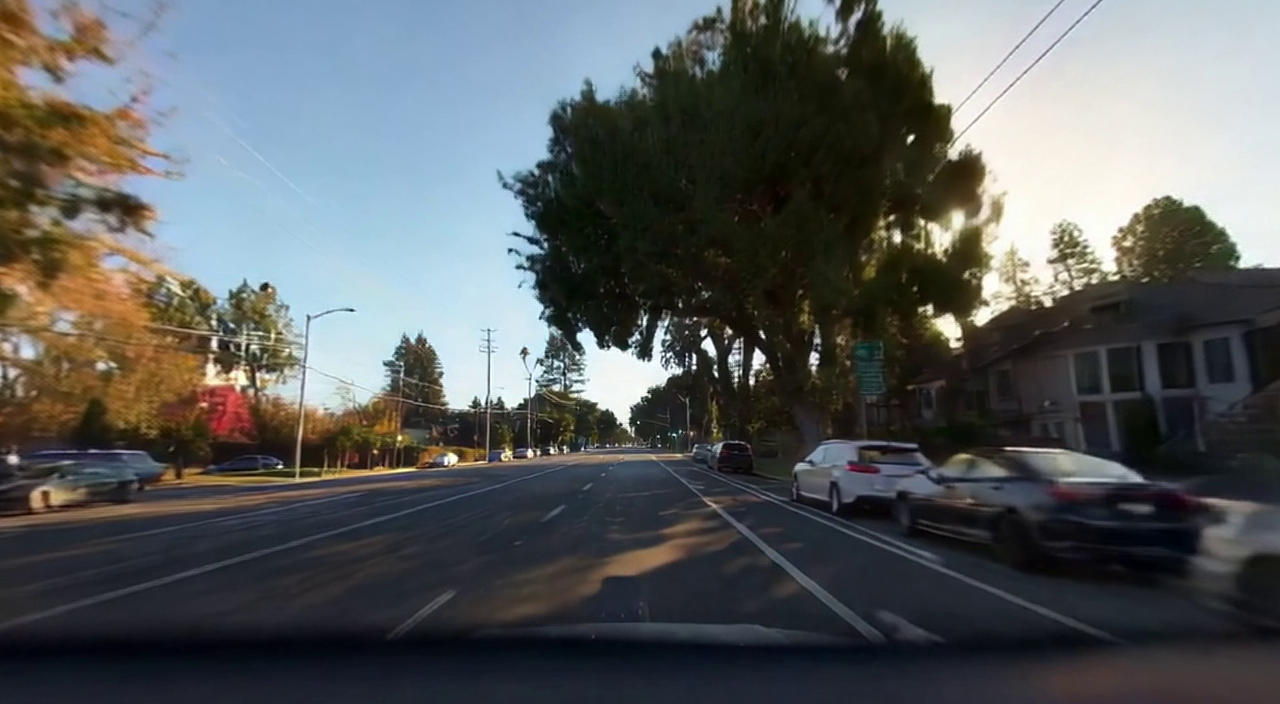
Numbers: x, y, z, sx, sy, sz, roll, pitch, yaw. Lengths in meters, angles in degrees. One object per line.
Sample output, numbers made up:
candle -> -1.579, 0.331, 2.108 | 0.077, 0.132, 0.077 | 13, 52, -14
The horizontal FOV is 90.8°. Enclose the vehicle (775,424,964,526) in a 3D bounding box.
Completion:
vehicle -> 4.440, 2.467, 13.275 | 2.077, 1.718, 4.885 | 0, -9, -1

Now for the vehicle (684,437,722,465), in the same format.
vehicle -> 4.371, 7.011, 44.637 | 2.078, 1.837, 5.088 | 0, -9, -1

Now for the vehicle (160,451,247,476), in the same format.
vehicle -> -28.803, 7.340, 41.764 | 4.376, 1.482, 1.933 | -2, -9, 1

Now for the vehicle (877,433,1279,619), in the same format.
vehicle -> 4.617, 1.741, 7.395 | 1.888, 1.474, 4.532 | 0, -9, 0

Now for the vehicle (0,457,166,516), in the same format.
vehicle -> -17.693, 4.189, 20.138 | 1.871, 1.596, 4.114 | 0, -9, 1

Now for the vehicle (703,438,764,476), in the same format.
vehicle -> 4.527, 5.184, 31.499 | 2.154, 1.718, 4.980 | 0, -9, -2
